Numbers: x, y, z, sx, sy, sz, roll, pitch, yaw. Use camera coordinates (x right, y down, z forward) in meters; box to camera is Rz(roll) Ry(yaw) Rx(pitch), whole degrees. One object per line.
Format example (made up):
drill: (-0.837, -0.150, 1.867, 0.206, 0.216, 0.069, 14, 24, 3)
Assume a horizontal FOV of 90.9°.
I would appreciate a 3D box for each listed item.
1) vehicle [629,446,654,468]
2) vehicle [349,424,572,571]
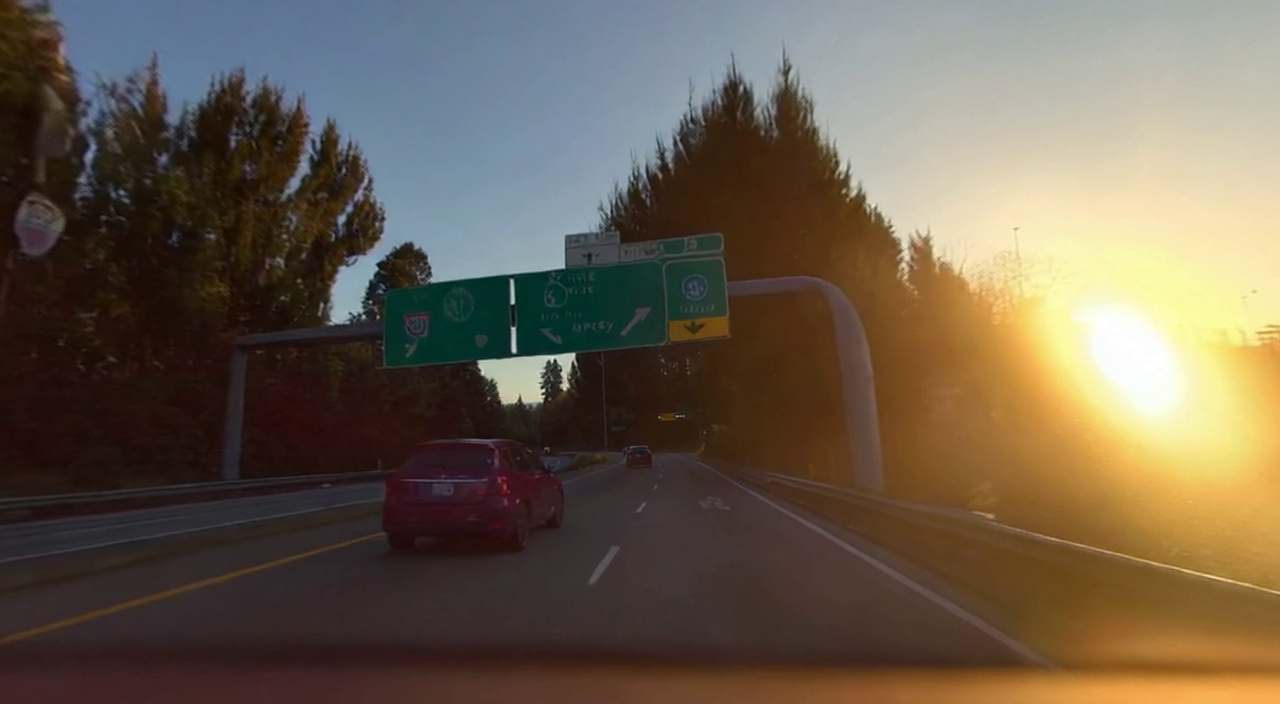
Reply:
vehicle: (0.128, 7.635, 45.929, 1.675, 1.537, 3.574, -1, -9, 3)
vehicle: (-2.150, 1.856, 8.672, 1.846, 1.566, 3.525, -1, -9, 3)
